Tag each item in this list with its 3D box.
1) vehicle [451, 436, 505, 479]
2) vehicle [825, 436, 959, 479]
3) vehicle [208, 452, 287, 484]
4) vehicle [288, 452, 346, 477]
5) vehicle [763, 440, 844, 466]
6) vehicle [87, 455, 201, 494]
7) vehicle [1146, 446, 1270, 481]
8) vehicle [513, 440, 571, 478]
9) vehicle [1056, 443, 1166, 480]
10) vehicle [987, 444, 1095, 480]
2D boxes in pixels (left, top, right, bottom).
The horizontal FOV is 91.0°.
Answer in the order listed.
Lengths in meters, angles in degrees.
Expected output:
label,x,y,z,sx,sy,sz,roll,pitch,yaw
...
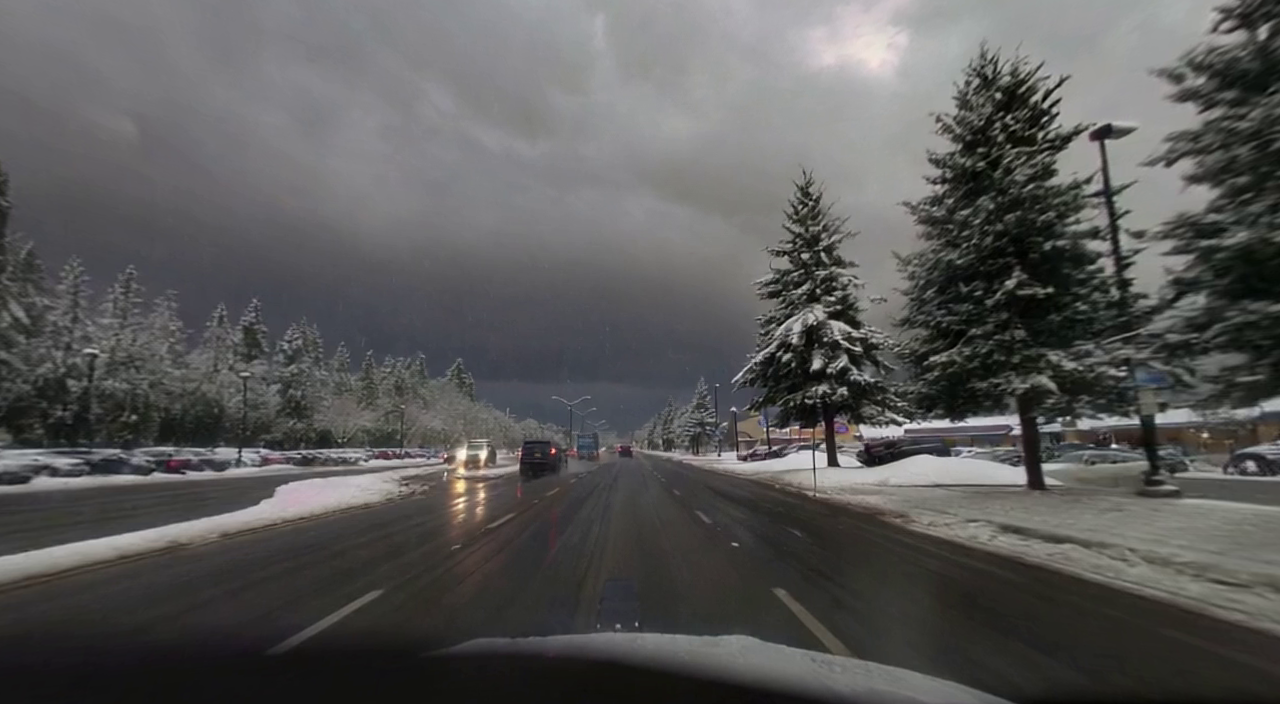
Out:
label,x,y,z,sx,sy,sz,roll,pitch,yaw
vehicle,-8.005,5.133,30.785,2.123,1.864,5.553,2,-9,-18
vehicle,11.843,4.923,29.724,5.519,1.836,2.138,-5,-10,31
vehicle,-23.928,7.048,38.611,1.953,1.789,4.591,0,-9,-2
vehicle,-23.930,8.324,46.882,1.938,1.691,4.696,0,-9,-2
vehicle,11.783,7.286,45.498,5.426,1.811,2.193,-2,-9,15
vehicle,-23.439,5.768,30.002,1.848,1.607,4.570,1,-9,-3
vehicle,26.918,5.330,30.037,1.933,1.489,4.080,-1,-10,-3
vehicle,-4.566,5.063,30.016,2.109,1.672,4.256,0,-9,-1
vehicle,22.006,5.152,29.625,1.914,1.503,4.226,-3,-10,2
vehicle,18.753,5.177,29.740,1.937,1.493,4.612,-2,-9,-2
